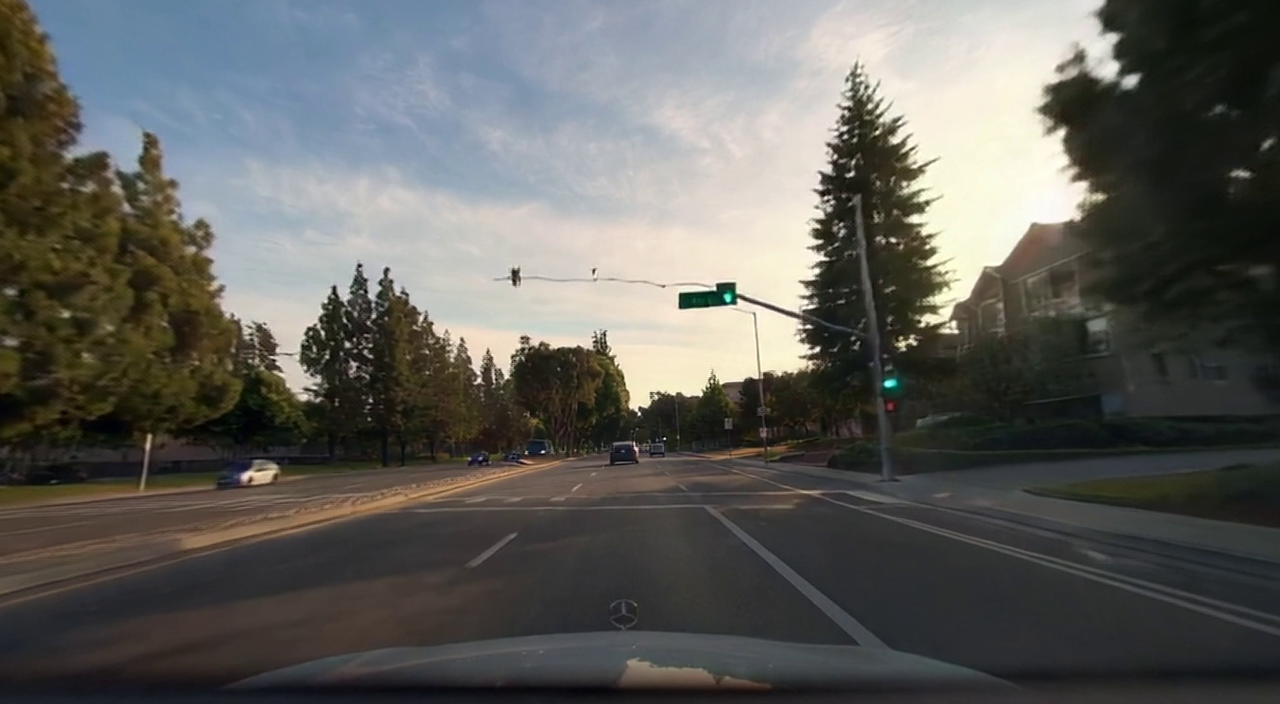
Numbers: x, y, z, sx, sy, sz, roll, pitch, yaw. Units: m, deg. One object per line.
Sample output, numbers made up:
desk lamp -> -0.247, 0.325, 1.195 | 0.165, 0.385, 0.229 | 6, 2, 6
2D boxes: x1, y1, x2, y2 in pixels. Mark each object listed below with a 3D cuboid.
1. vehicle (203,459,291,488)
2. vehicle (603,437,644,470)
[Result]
vehicle -> -22.685, 7.013, 36.703 | 1.961, 1.486, 4.853 | 0, -9, 0
vehicle -> -0.877, 5.711, 35.620 | 2.174, 1.703, 4.231 | 0, -9, 0
